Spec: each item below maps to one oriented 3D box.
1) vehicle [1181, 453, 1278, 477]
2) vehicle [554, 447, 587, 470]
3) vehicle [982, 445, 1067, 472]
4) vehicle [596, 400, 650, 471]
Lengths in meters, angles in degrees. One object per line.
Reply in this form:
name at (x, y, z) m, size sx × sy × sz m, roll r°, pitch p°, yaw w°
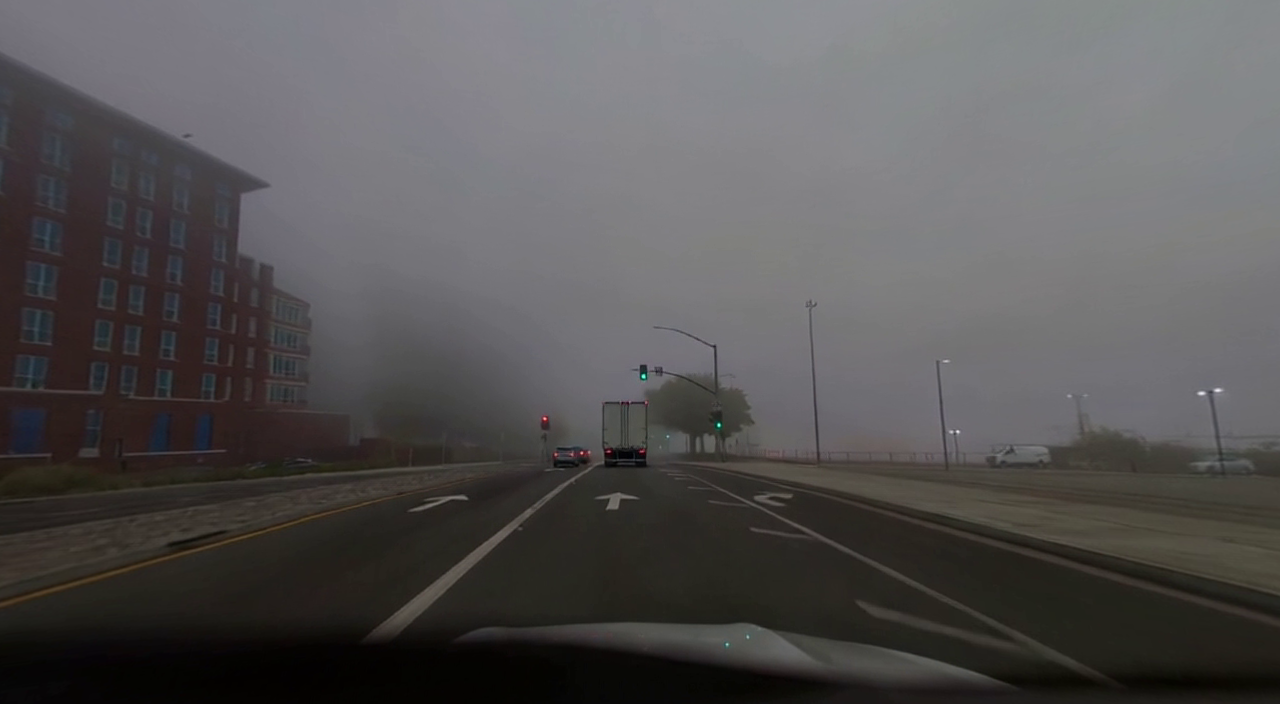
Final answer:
vehicle at (39.846, 7.632, 42.723) m, size 4.376 × 1.459 × 1.696 m, roll -4°, pitch -8°, yaw 27°
vehicle at (-4.823, 7.410, 44.108) m, size 1.917 × 1.462 × 3.878 m, roll 0°, pitch -8°, yaw -1°
vehicle at (28.958, 8.008, 47.667) m, size 5.139 × 1.889 × 1.953 m, roll -4°, pitch -7°, yaw 22°
vehicle at (-1.006, 5.060, 38.012) m, size 2.876 × 3.724 × 9.351 m, roll 0°, pitch -8°, yaw -1°
